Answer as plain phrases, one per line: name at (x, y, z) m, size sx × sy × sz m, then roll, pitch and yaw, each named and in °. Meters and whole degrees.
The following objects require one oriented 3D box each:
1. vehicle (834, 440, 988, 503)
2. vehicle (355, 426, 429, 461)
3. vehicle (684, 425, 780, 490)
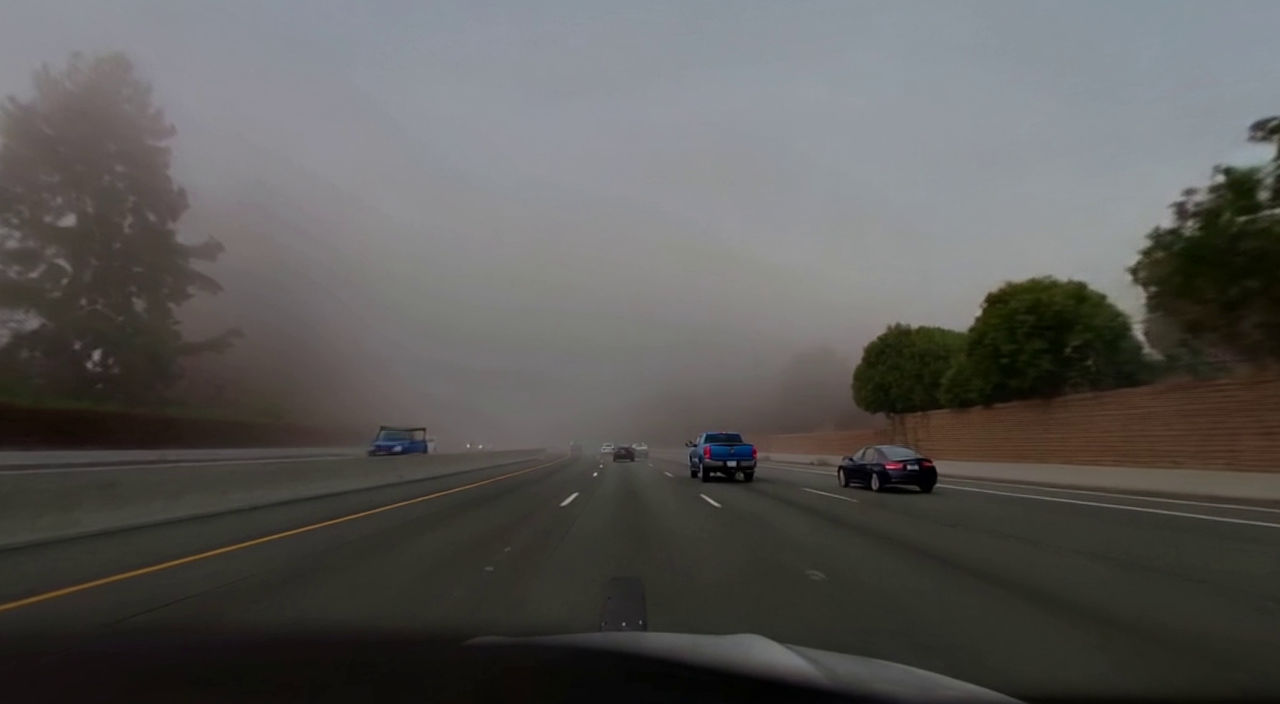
vehicle at (7.262, 3.225, 17.610) m, size 1.976 × 1.485 × 4.925 m, roll 0°, pitch -8°, yaw -2°
vehicle at (-14.825, 5.520, 38.121) m, size 2.324 × 1.948 × 5.784 m, roll 0°, pitch -8°, yaw -2°
vehicle at (3.028, 3.657, 22.230) m, size 2.374 × 1.952 × 5.431 m, roll 0°, pitch -8°, yaw -2°
